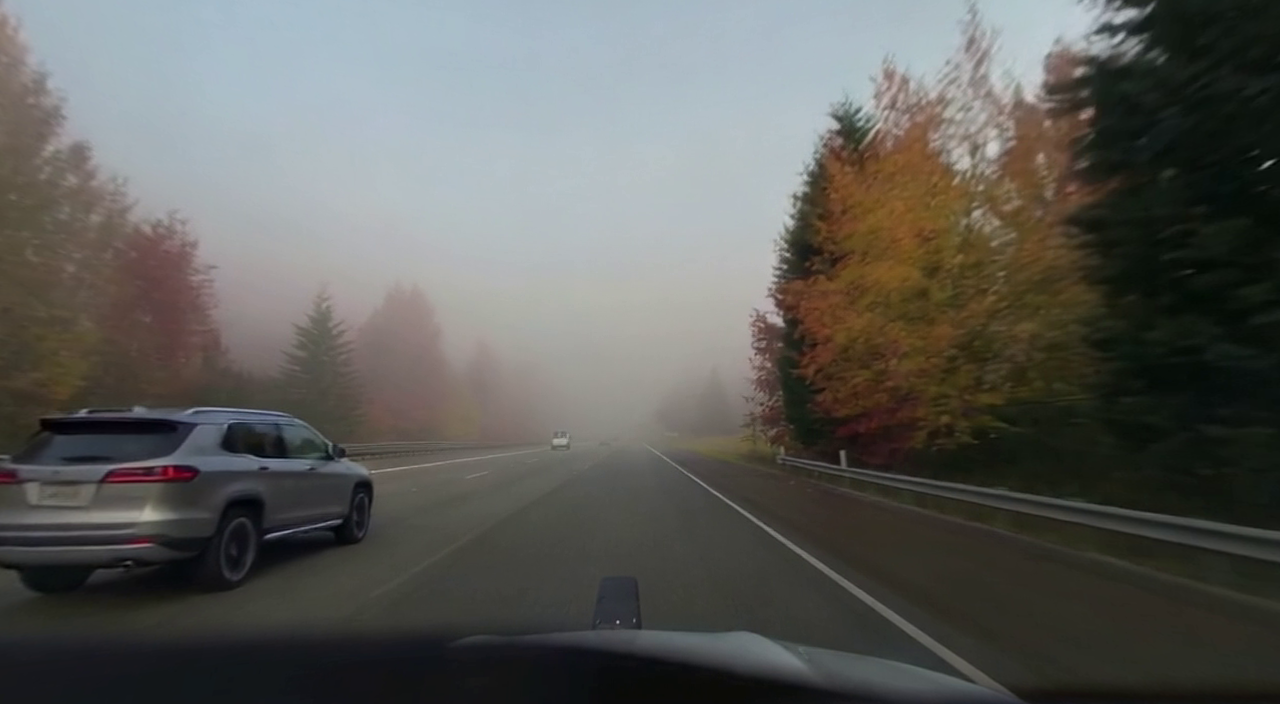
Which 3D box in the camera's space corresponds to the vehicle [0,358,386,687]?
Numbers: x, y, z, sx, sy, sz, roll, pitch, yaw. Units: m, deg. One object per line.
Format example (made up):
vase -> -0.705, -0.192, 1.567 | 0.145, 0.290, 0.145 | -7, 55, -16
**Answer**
vehicle -> -4.232, 1.166, 5.526 | 2.057, 1.666, 4.552 | 0, -8, 0
